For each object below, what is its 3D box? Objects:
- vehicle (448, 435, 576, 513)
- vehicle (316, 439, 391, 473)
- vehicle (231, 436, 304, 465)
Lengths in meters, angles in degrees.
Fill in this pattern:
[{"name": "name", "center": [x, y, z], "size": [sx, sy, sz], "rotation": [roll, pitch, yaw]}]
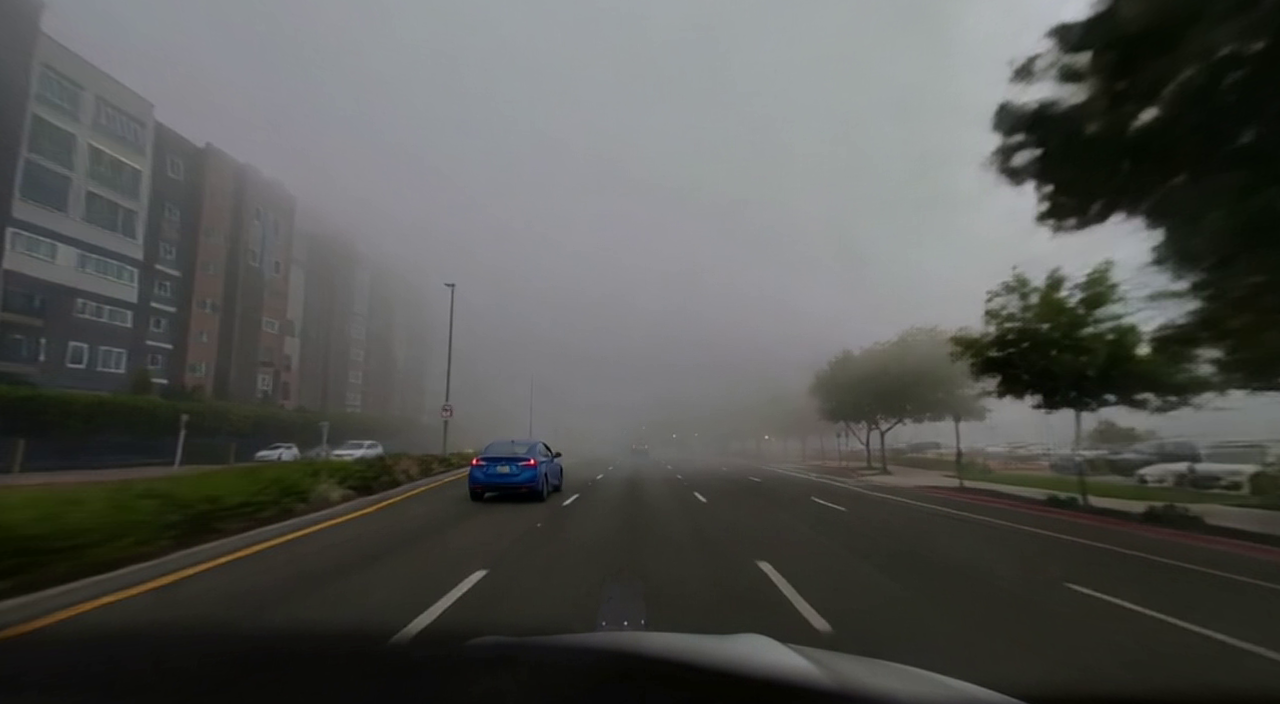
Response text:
[{"name": "vehicle", "center": [-2.833, 2.790, 15.040], "size": [2.009, 1.489, 4.543], "rotation": [-2, -8, 1]}, {"name": "vehicle", "center": [-15.922, 5.767, 35.366], "size": [2.055, 1.757, 4.724], "rotation": [0, -8, -2]}, {"name": "vehicle", "center": [-26.631, 7.087, 45.318], "size": [2.207, 1.909, 4.831], "rotation": [1, -9, 0]}]
